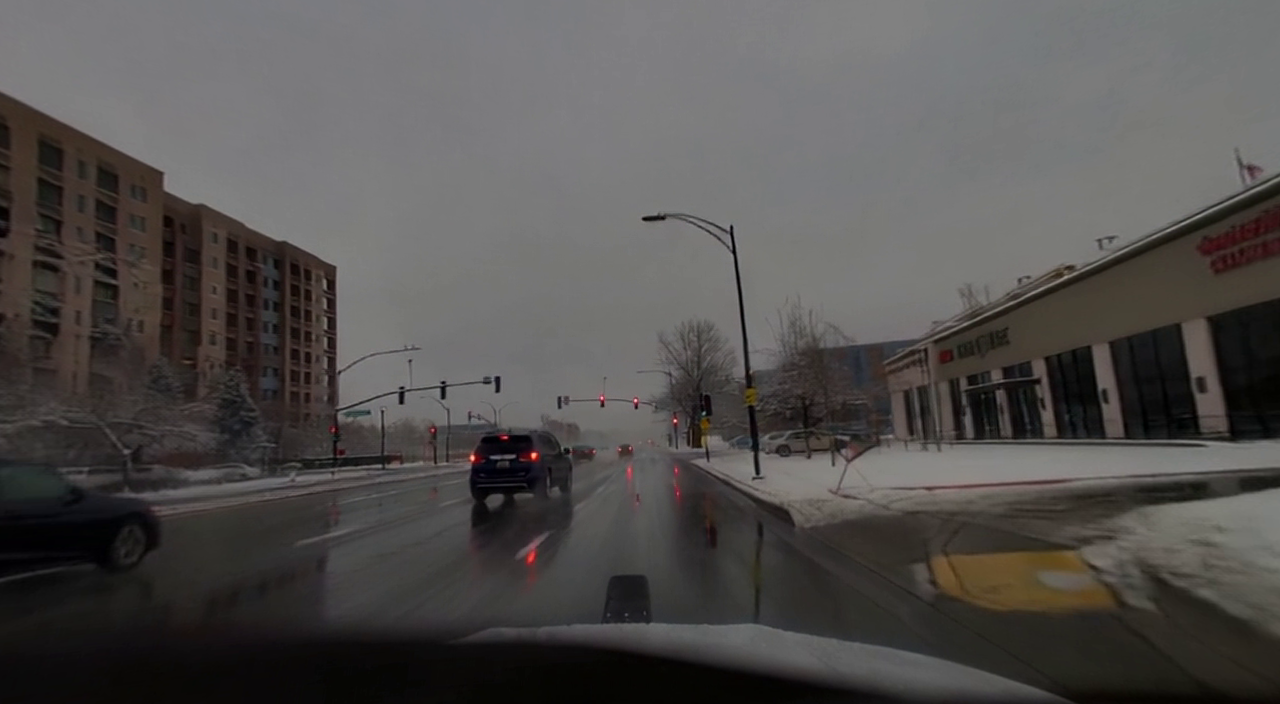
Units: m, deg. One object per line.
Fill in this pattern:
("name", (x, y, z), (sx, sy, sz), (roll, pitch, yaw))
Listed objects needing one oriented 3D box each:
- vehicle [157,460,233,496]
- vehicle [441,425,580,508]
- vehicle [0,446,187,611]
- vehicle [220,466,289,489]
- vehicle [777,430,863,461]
("vehicle", (-28.250, 7.992, 40.057), (3.755, 1.646, 1.961), (-3, -8, -40))
("vehicle", (-3.008, 2.821, 15.962), (2.277, 1.743, 4.893), (-1, -8, 2))
("vehicle", (-6.659, 1.546, 5.419), (1.950, 1.450, 4.657), (0, -8, 2))
("vehicle", (-28.843, 9.348, 47.190), (3.971, 1.500, 1.887), (8, -12, -43))
("vehicle", (10.304, 5.406, 36.435), (4.361, 1.550, 2.087), (1, -12, 3))
